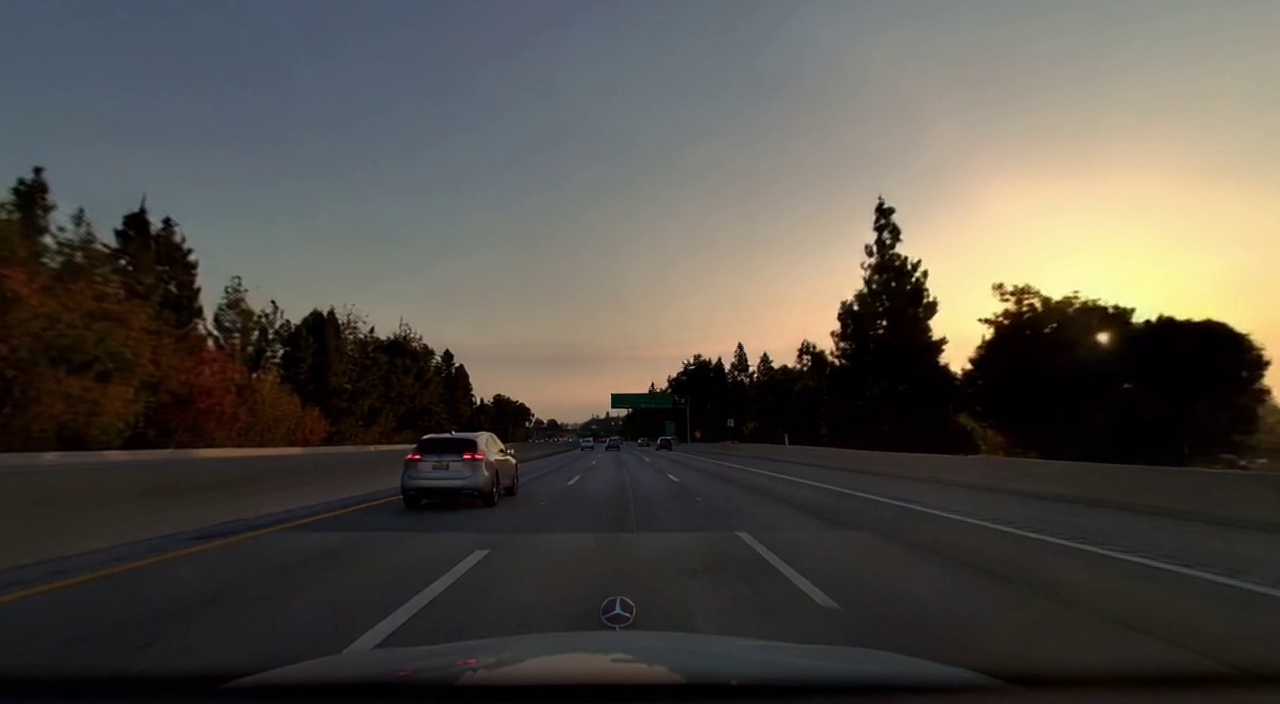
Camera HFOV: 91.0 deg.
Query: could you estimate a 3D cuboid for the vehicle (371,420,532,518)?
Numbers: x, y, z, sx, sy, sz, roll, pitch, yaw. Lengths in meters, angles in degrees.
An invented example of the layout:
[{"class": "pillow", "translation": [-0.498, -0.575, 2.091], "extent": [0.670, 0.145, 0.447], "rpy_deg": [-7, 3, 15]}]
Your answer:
[{"class": "vehicle", "translation": [-3.612, 2.322, 13.007], "extent": [2.074, 1.652, 4.273], "rpy_deg": [0, -8, -1]}]
